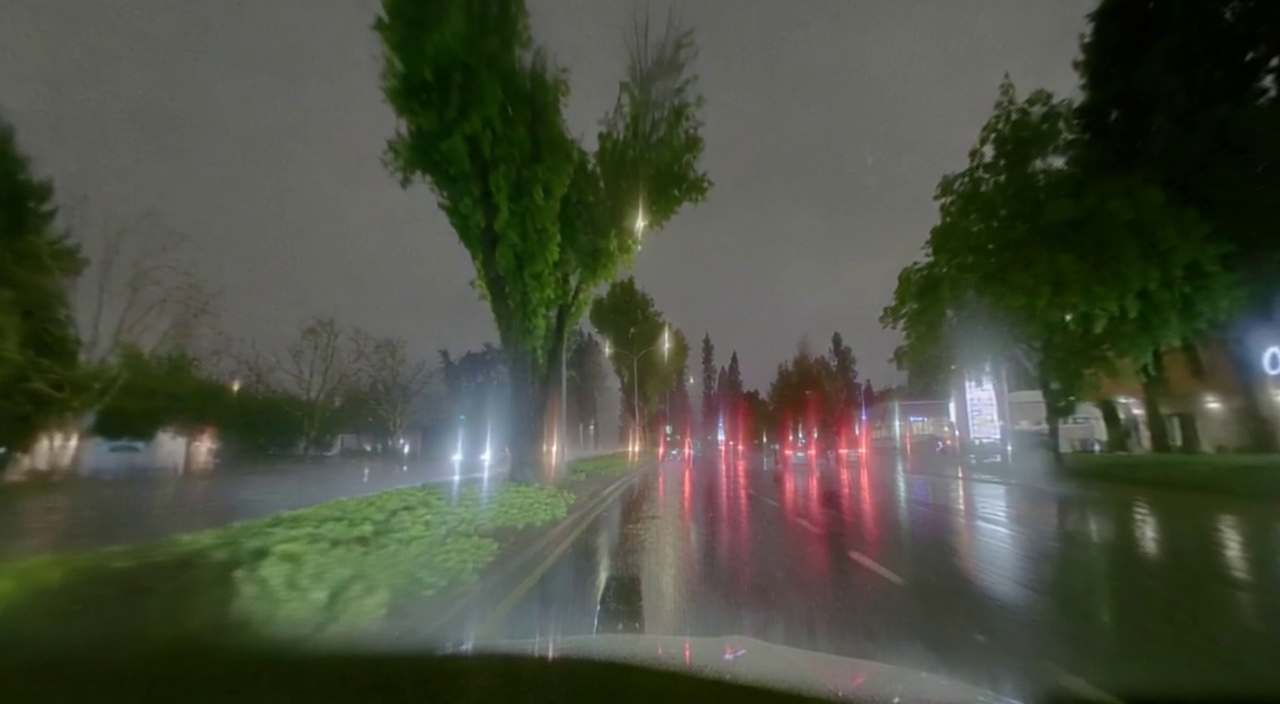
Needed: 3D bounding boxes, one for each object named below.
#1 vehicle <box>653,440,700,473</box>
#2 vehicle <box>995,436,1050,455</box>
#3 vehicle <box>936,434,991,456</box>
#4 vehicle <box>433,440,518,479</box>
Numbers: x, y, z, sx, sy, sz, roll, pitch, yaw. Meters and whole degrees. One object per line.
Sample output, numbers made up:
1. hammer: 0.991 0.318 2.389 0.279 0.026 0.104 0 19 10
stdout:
1. vehicle: 1.808 4.968 30.366 2.095 1.456 3.873 -1 -8 5
2. vehicle: 30.174 7.387 49.991 1.844 1.481 3.904 0 -8 -1
3. vehicle: 25.163 7.250 49.299 1.864 1.655 4.179 0 -8 -2
4. vehicle: -6.892 4.524 27.057 2.063 1.483 4.751 -1 -8 4
